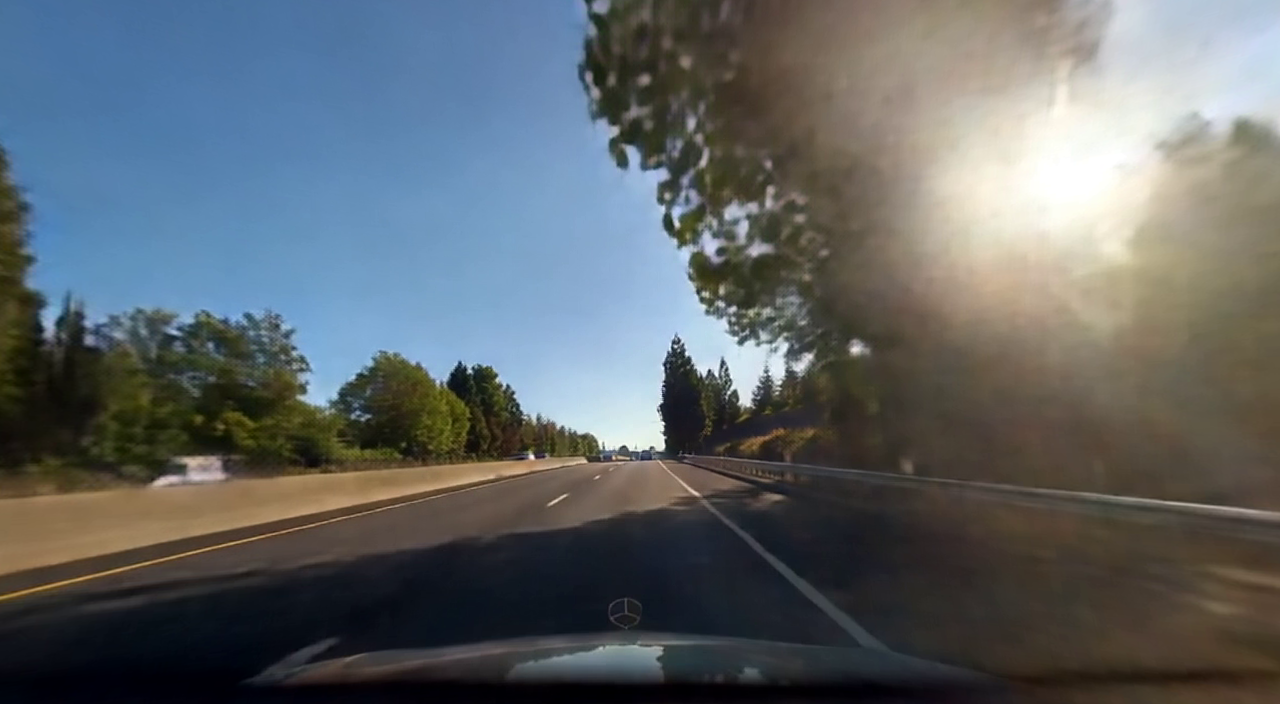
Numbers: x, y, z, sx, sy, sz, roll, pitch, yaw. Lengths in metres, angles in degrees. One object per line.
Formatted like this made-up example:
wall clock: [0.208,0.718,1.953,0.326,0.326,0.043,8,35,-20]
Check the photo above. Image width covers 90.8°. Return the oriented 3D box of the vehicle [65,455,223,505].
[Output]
vehicle: [-17.083,4.401,22.085,1.917,1.503,4.376,0,-9,1]
